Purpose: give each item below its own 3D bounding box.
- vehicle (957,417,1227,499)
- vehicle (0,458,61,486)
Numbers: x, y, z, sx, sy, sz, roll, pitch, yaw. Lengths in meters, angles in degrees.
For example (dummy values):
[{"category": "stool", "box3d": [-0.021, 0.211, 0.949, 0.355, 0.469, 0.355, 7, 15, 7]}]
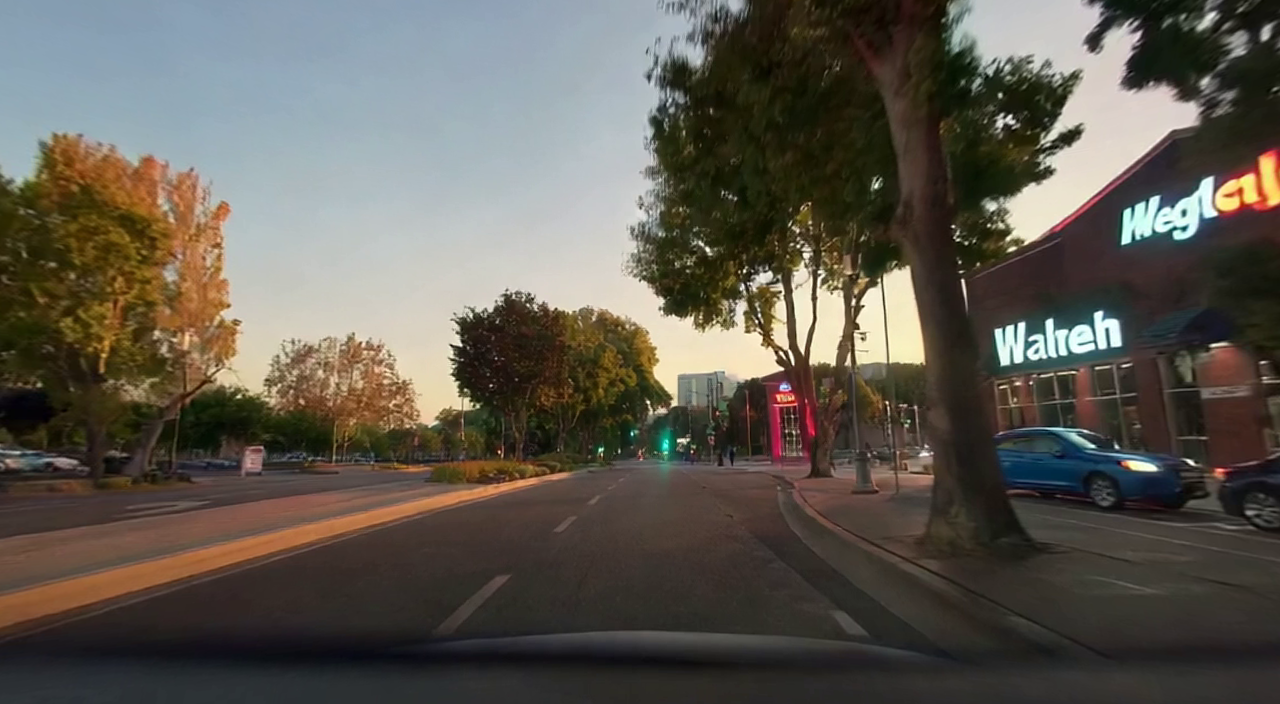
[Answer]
[{"category": "vehicle", "box3d": [12.811, 3.037, 18.309, 5.788, 2.002, 2.377, -3, -7, 5]}, {"category": "vehicle", "box3d": [-39.361, 7.495, 39.394, 1.928, 1.600, 4.554, 0, -9, -1]}]
